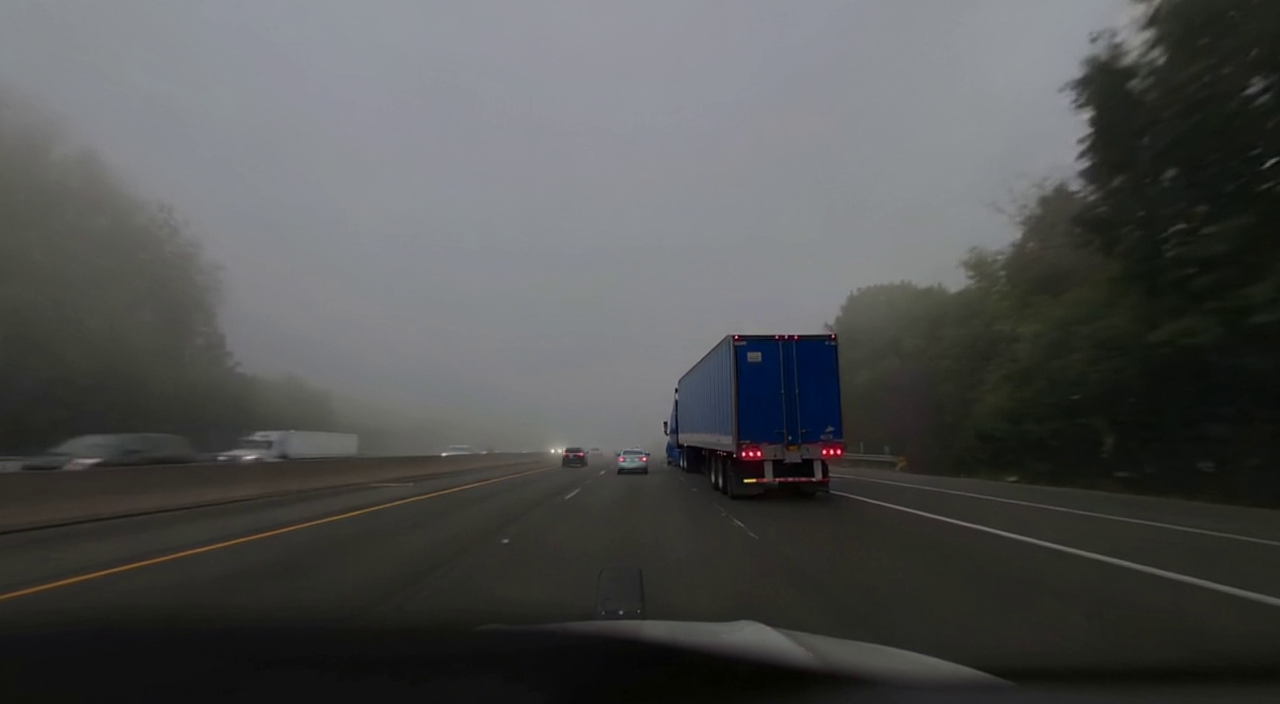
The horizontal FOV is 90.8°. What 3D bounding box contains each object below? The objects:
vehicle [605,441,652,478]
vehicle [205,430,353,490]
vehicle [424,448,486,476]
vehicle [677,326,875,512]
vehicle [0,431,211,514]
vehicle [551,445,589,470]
[{"bbox_3d":[-0.538,5.265,31.249,2.191,1.685,4.015,0,-9,0],"label":"vehicle"},{"bbox_3d":[-17.287,5.211,30.994,2.773,2.568,7.350,0,-9,1],"label":"vehicle"},{"bbox_3d":[-10.290,6.140,35.444,2.009,1.472,4.305,0,-9,2],"label":"vehicle"},{"bbox_3d":[3.464,2.660,22.021,2.996,4.123,15.965,0,-9,-1],"label":"vehicle"},{"bbox_3d":[-14.020,3.072,16.625,1.997,1.856,4.782,0,-9,0],"label":"vehicle"},{"bbox_3d":[-4.487,6.834,41.010,1.995,1.491,4.317,0,-9,0],"label":"vehicle"}]
